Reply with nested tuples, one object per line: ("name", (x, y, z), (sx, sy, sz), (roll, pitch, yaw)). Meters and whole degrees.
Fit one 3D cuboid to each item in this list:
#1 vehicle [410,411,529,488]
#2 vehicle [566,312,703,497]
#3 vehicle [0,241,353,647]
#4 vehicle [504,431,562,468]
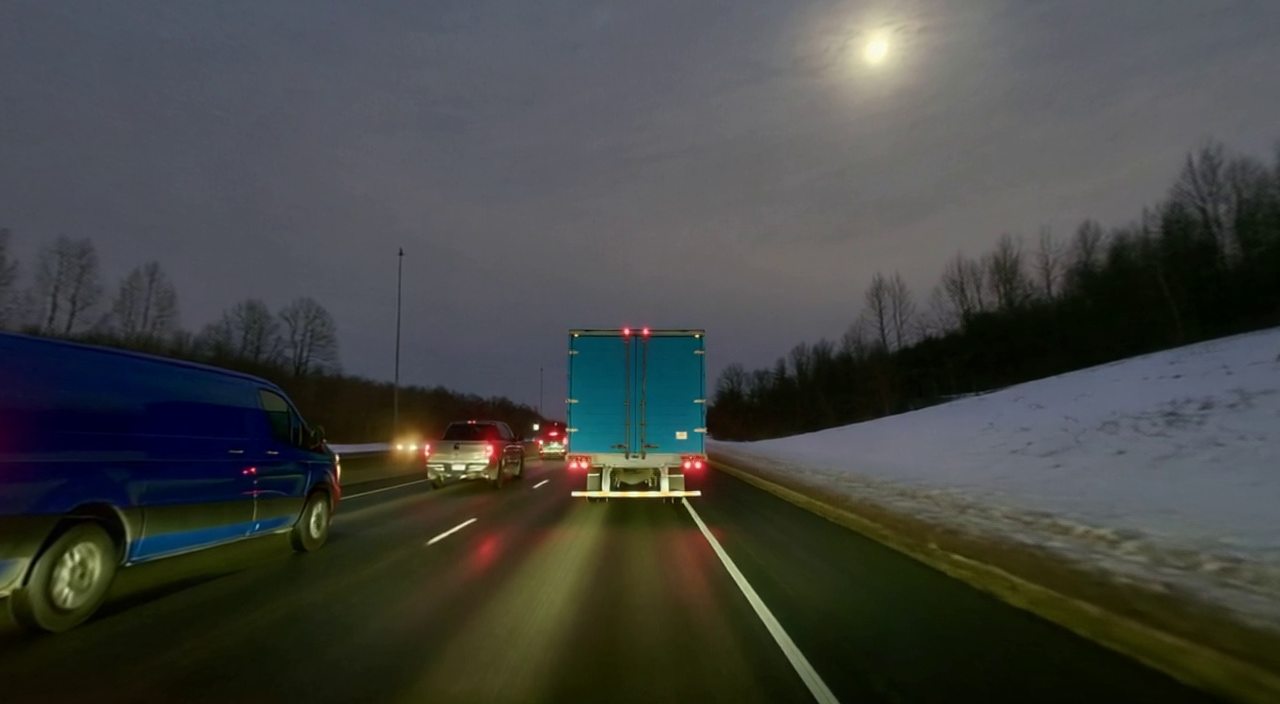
("vehicle", (-4.880, 2.887, 18.927), (2.168, 1.985, 4.952), (0, -8, 0))
("vehicle", (-0.196, 1.788, 18.790), (2.953, 4.041, 10.072), (0, -8, -1))
("vehicle", (-5.262, 0.857, 5.995), (2.478, 2.515, 5.438), (0, -8, -1))
("vehicle", (-4.856, 4.478, 29.179), (1.931, 1.539, 4.441), (0, -8, 0))
